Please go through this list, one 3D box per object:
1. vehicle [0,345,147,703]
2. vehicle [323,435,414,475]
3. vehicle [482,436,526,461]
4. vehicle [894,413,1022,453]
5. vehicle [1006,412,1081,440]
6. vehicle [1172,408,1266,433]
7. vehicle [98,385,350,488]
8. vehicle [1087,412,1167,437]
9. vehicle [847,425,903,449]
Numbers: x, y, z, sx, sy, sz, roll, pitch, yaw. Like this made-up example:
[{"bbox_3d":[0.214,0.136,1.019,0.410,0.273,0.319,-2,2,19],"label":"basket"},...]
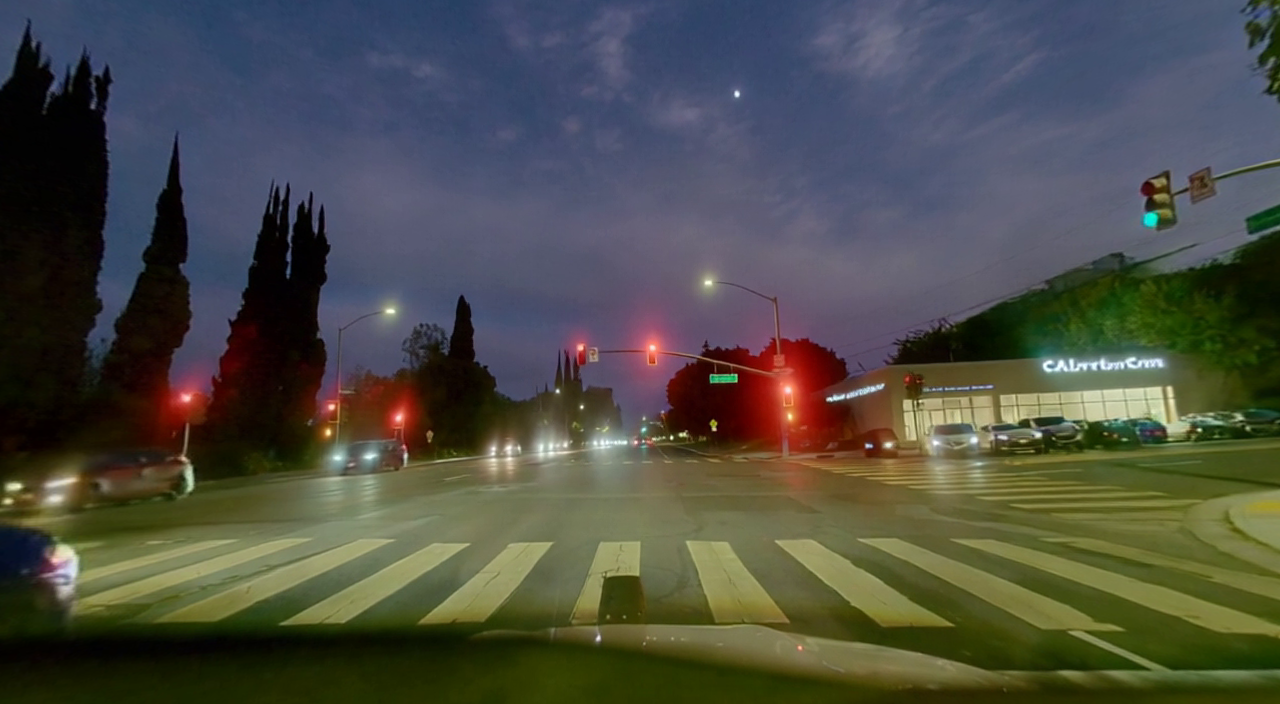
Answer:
[{"bbox_3d":[-3.360,0.566,0.693,1.934,1.649,4.490,0,-8,1],"label":"vehicle"},{"bbox_3d":[-12.231,4.666,28.799,2.181,1.653,4.468,0,-8,0],"label":"vehicle"},{"bbox_3d":[-9.251,6.603,43.327,2.026,1.616,4.199,0,-8,1],"label":"vehicle"},{"bbox_3d":[14.005,3.594,27.933,4.566,1.670,2.000,0,-8,-2],"label":"vehicle"},{"bbox_3d":[26.316,4.879,41.263,2.011,1.656,4.163,0,-8,-3],"label":"vehicle"},{"bbox_3d":[38.439,4.602,42.017,1.715,1.480,4.701,0,-8,-1],"label":"vehicle"},{"bbox_3d":[-16.554,3.638,26.793,3.161,3.455,11.058,0,-8,0],"label":"vehicle"},{"bbox_3d":[31.380,4.731,40.772,1.823,1.480,4.003,0,-8,-4],"label":"vehicle"},{"bbox_3d":[17.201,6.286,46.296,3.329,1.415,1.821,-6,-9,2],"label":"vehicle"}]
